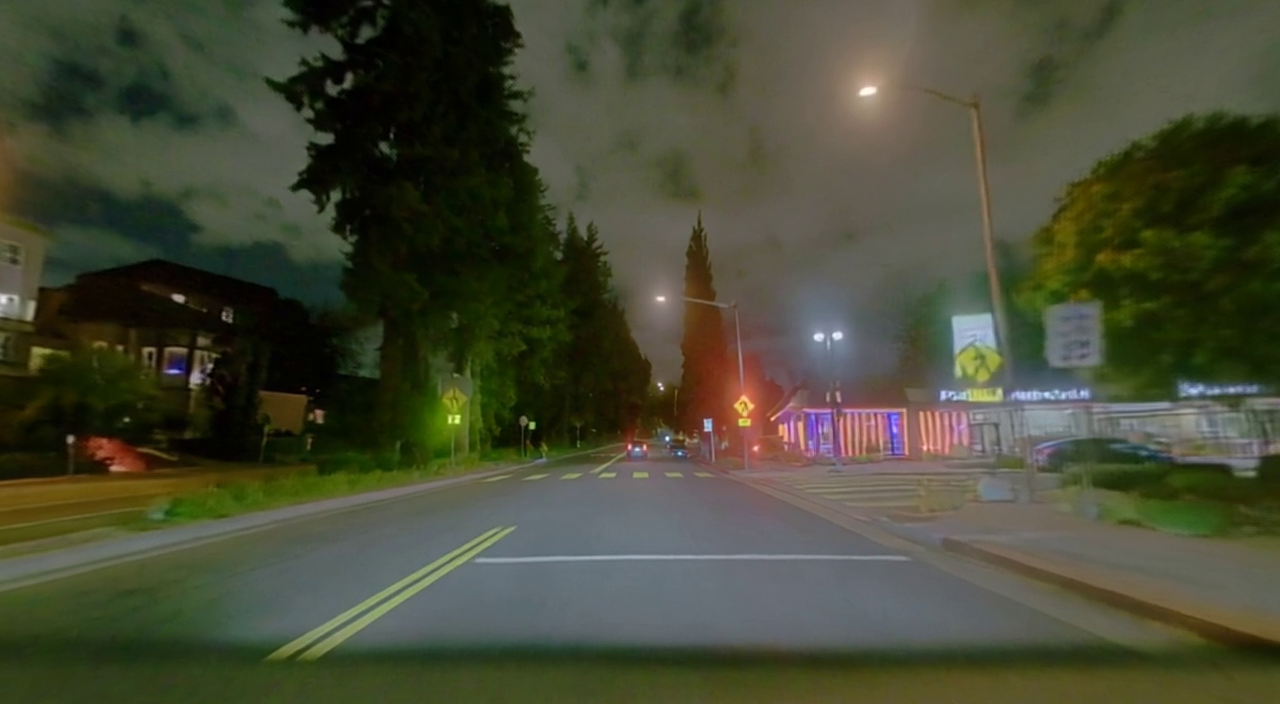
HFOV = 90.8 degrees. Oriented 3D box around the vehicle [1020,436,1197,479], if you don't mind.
[{"bbox_3d":[16.713,3.754,22.775,4.563,1.457,2.139,-1,-7,6],"label":"vehicle"}]
